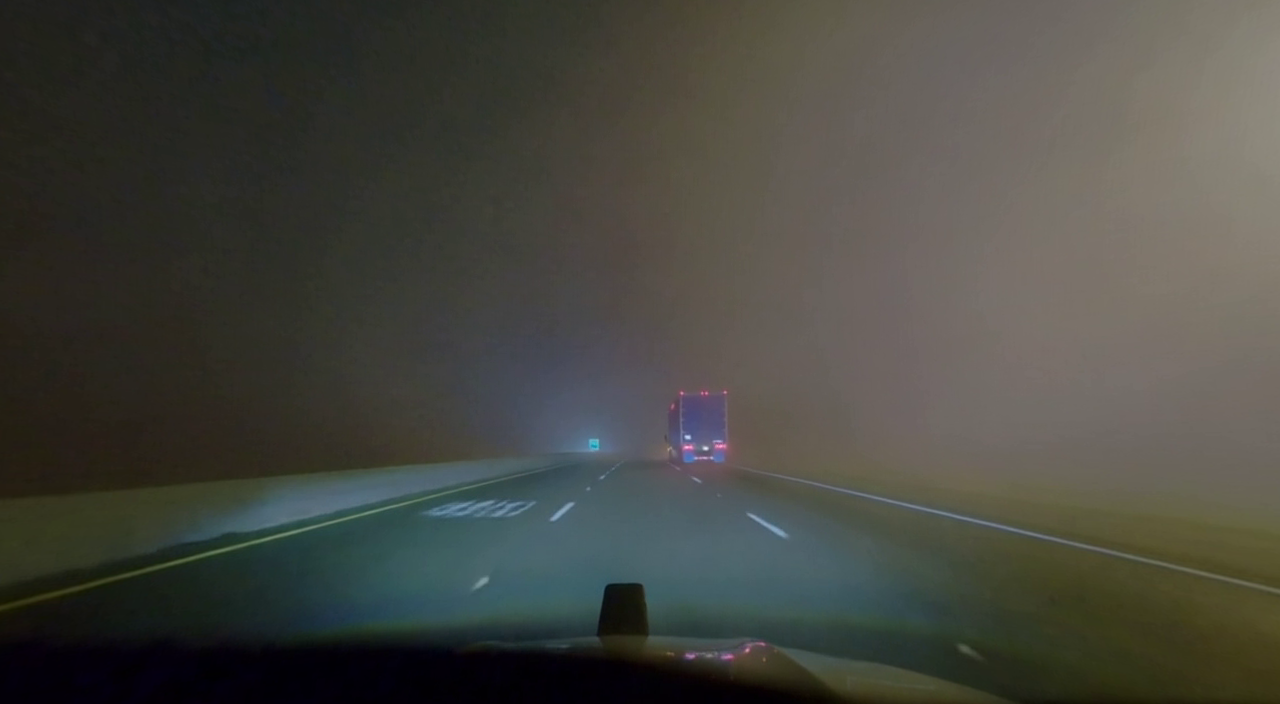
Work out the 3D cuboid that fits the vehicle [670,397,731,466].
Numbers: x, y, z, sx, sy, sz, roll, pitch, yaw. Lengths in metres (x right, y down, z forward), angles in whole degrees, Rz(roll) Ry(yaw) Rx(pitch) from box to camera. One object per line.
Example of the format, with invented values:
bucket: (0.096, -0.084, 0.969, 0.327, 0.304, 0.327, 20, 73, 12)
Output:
vehicle: (3.952, 5.809, 44.740, 2.933, 4.100, 14.317, 0, -8, 0)
